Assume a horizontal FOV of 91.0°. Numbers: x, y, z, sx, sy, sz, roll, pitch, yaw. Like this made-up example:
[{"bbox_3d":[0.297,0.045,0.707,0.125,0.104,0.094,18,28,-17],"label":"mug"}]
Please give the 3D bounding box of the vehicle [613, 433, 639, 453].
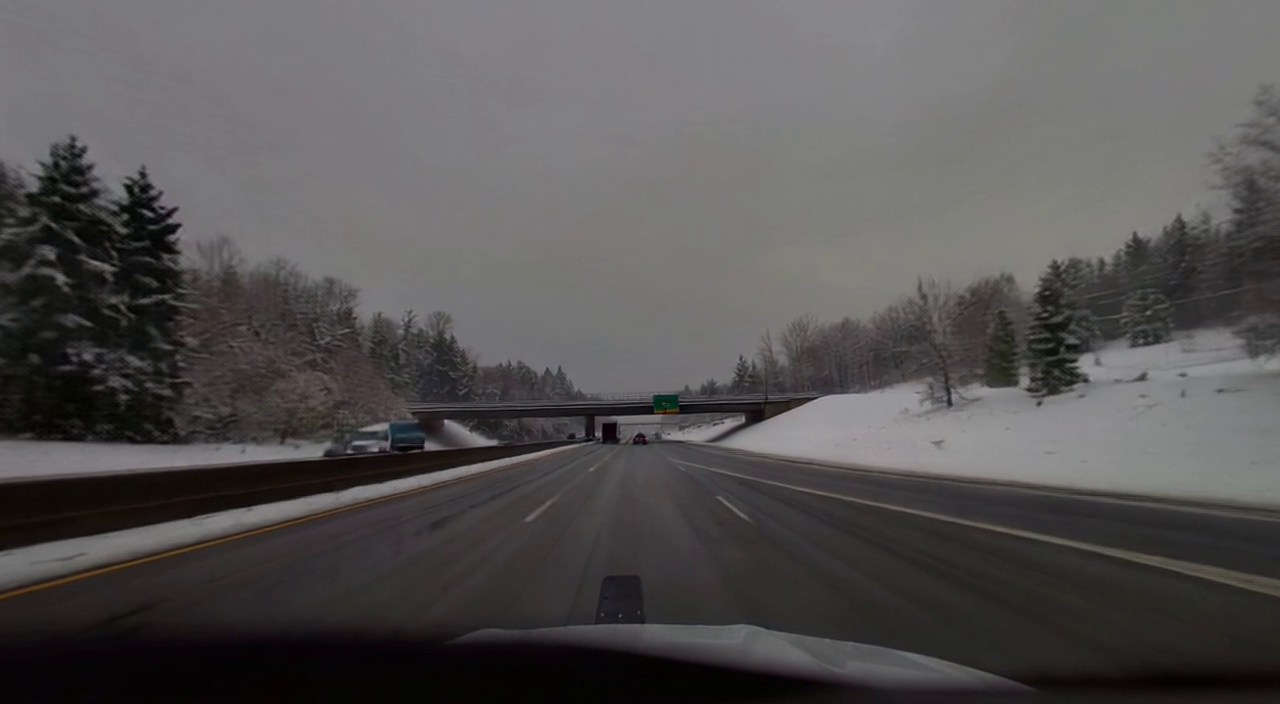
[{"bbox_3d":[-1.161,7.180,49.711,1.952,1.438,3.702,0,-8,-3],"label":"vehicle"}]
